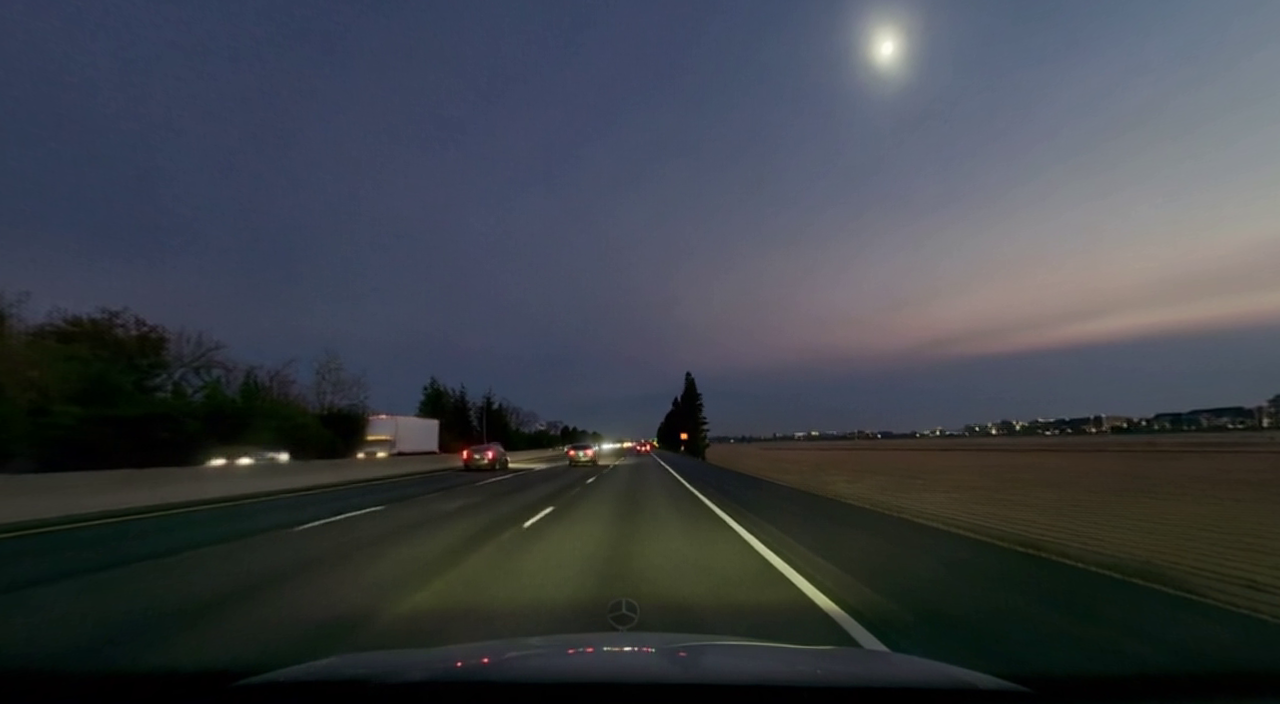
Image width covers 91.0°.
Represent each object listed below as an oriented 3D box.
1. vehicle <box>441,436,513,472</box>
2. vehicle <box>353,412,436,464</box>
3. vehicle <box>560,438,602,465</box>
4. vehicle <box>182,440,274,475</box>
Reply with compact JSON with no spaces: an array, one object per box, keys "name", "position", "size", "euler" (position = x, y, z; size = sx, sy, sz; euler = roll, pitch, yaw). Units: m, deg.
[{"name":"vehicle","position":[-7.492,4.745,29.488],"size":[2.034,1.523,4.627],"euler":[0,-8,1]},{"name":"vehicle","position":[-18.838,6.712,49.031],"size":[2.951,3.679,8.155],"euler":[0,-9,1]},{"name":"vehicle","position":[-3.686,6.284,40.020],"size":[2.083,1.588,4.801],"euler":[0,-8,2]},{"name":"vehicle","position":[-22.878,5.854,35.188],"size":[1.920,1.765,4.634],"euler":[0,-8,1]}]
